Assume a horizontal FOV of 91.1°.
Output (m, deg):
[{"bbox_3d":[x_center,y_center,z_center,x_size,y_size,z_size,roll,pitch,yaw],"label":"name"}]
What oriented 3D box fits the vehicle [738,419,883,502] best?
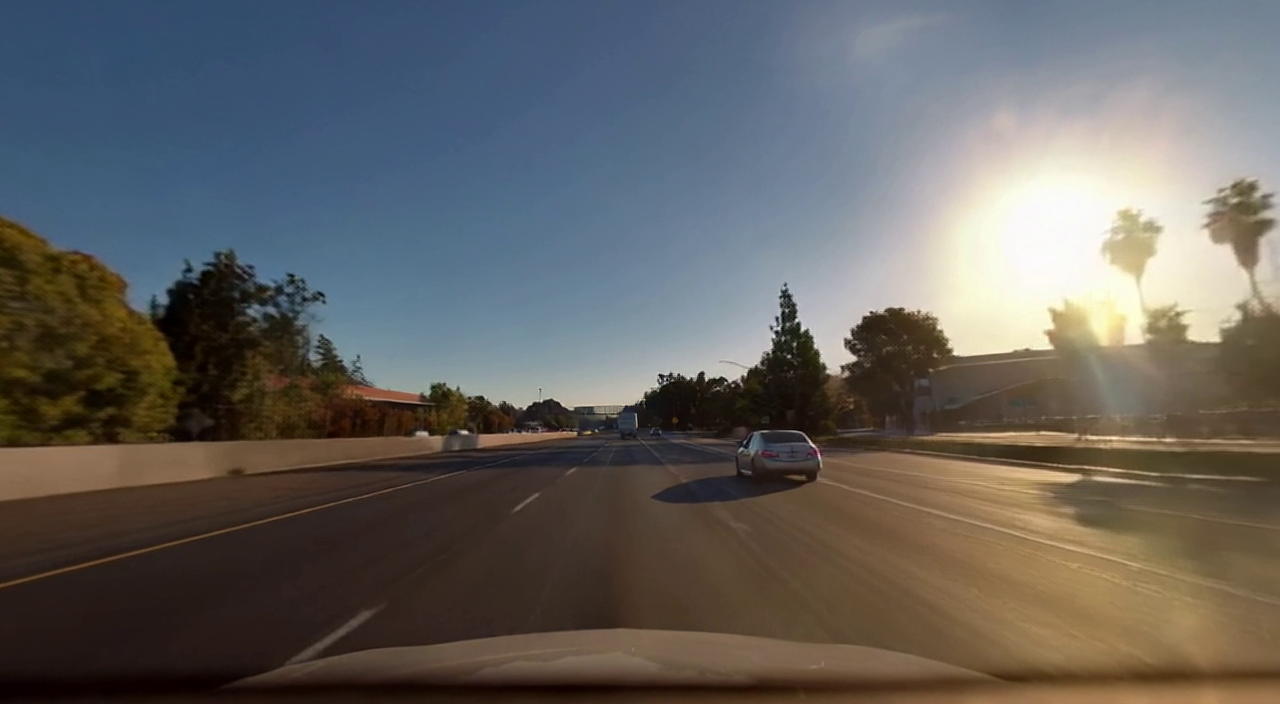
[{"bbox_3d":[3.554,2.328,13.969,1.973,1.563,3.959,0,-8,-2],"label":"vehicle"}]
